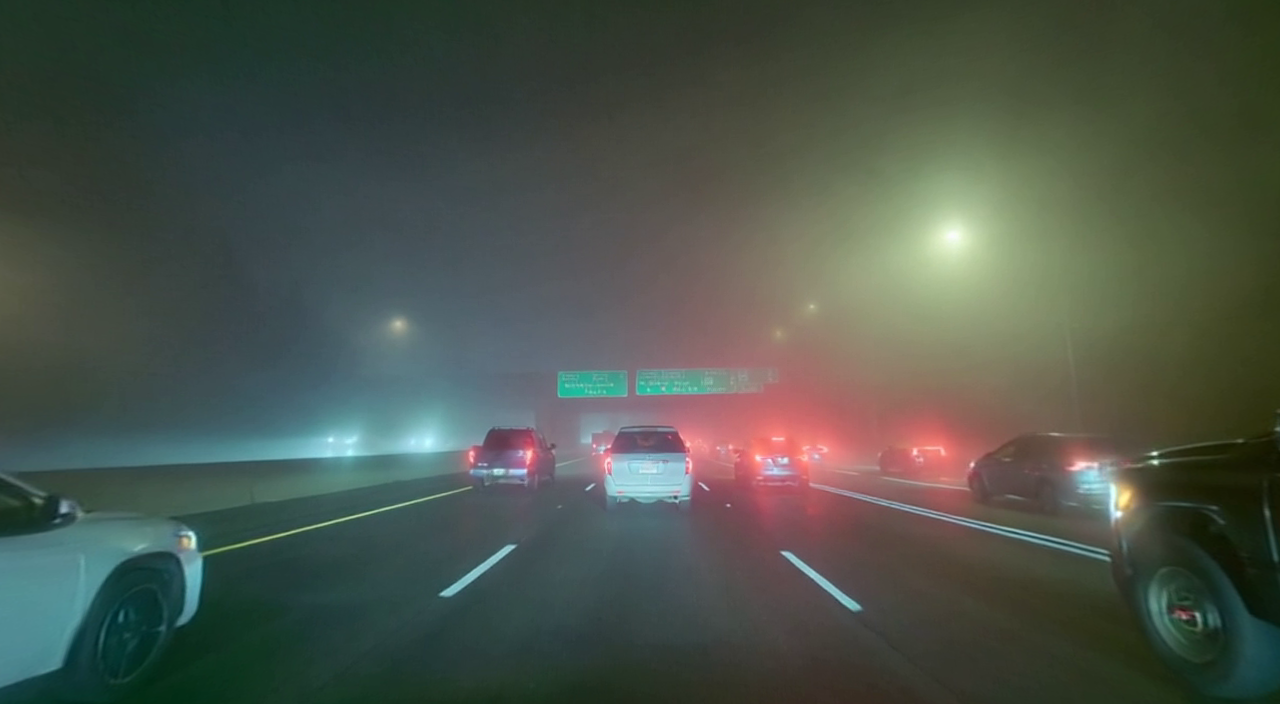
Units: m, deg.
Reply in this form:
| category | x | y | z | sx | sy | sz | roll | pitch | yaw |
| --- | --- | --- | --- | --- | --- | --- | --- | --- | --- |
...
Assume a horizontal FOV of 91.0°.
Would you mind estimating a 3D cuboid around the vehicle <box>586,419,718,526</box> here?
| category | x | y | z | sx | sy | sz | roll | pitch | yaw |
| --- | --- | --- | --- | --- | --- | --- | --- | --- | --- |
| vehicle | 0.237 | 2.328 | 12.633 | 2.181 | 1.756 | 4.167 | 0 | -9 | 1 |

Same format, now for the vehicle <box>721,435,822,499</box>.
| category | x | y | z | sx | sy | sz | roll | pitch | yaw |
| --- | --- | --- | --- | --- | --- | --- | --- | --- | --- |
| vehicle | 3.723 | 3.360 | 18.764 | 2.022 | 1.633 | 4.651 | 0 | -9 | 0 |

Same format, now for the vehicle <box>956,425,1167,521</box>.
| category | x | y | z | sx | sy | sz | roll | pitch | yaw |
| --- | --- | --- | --- | --- | --- | --- | --- | --- | --- |
| vehicle | 9.109 | 2.633 | 14.165 | 1.977 | 1.795 | 4.208 | 0 | -9 | 4 |

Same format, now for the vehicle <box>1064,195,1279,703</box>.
| category | x | y | z | sx | sy | sz | roll | pitch | yaw |
| --- | --- | --- | --- | --- | --- | --- | --- | --- | --- |
| vehicle | 3.551 | 0.306 | 0.810 | 2.300 | 2.242 | 5.327 | 0 | -9 | 1 |

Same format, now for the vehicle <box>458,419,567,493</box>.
| category | x | y | z | sx | sy | sz | roll | pitch | yaw |
| --- | --- | --- | --- | --- | --- | --- | --- | --- | --- |
| vehicle | -3.994 | 3.434 | 21.092 | 2.212 | 2.101 | 6.052 | 0 | -9 | 1 |

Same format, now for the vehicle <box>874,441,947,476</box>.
| category | x | y | z | sx | sy | sz | roll | pitch | yaw |
| --- | --- | --- | --- | --- | --- | --- | --- | --- | --- |
| vehicle | 14.445 | 5.694 | 33.948 | 2.085 | 1.754 | 4.466 | 0 | -9 | 2 |

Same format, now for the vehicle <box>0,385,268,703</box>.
| category | x | y | z | sx | sy | sz | roll | pitch | yaw |
| --- | --- | --- | --- | --- | --- | --- | --- | --- | --- |
| vehicle | -3.705 | 0.837 | 2.053 | 2.014 | 1.579 | 4.761 | 0 | -9 | 1 |
